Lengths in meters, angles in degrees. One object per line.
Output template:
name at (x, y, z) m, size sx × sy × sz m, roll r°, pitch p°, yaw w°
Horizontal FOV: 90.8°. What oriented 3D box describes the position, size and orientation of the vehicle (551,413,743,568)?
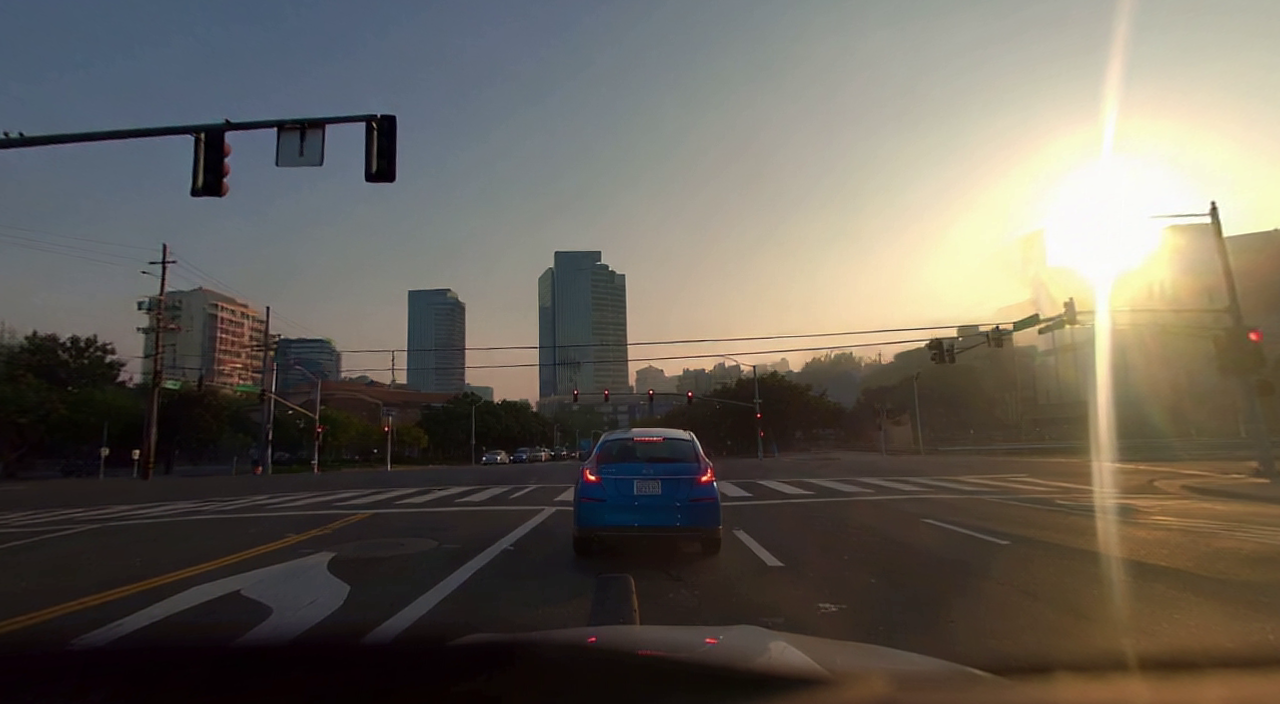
vehicle at (0.035, 1.755, 8.714) m, size 2.027 × 1.626 × 3.942 m, roll 0°, pitch -8°, yaw -1°
